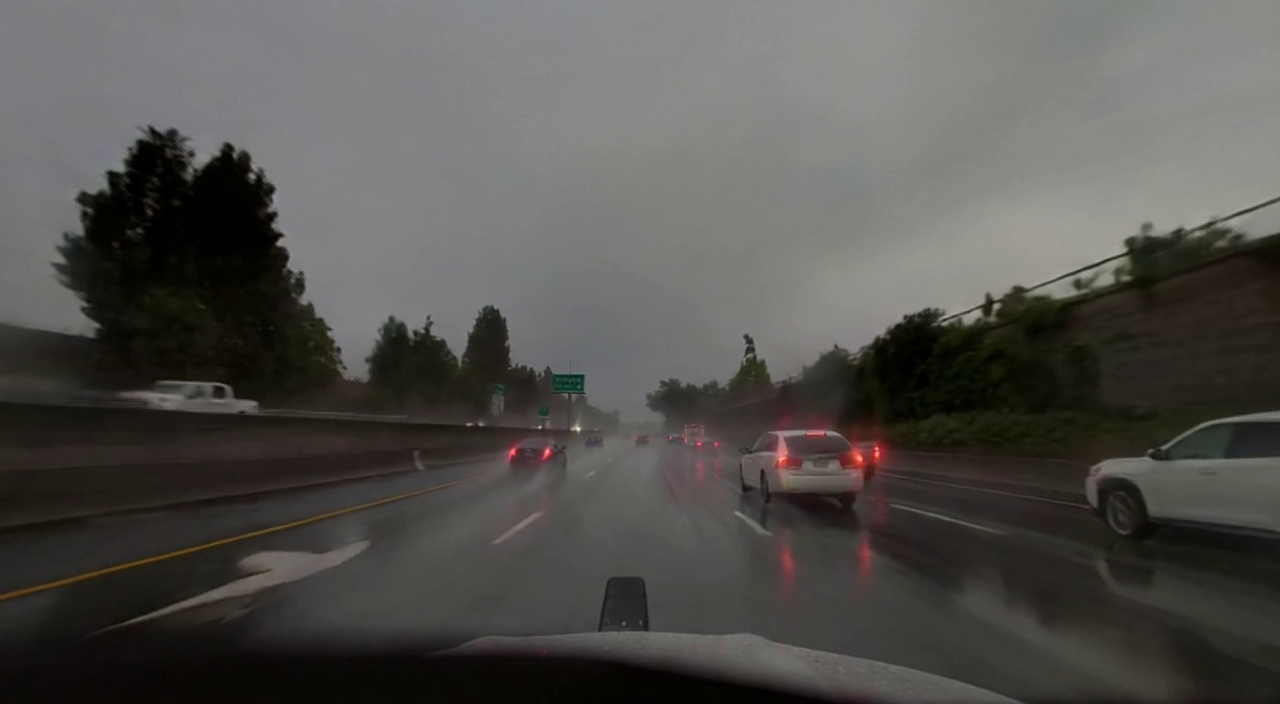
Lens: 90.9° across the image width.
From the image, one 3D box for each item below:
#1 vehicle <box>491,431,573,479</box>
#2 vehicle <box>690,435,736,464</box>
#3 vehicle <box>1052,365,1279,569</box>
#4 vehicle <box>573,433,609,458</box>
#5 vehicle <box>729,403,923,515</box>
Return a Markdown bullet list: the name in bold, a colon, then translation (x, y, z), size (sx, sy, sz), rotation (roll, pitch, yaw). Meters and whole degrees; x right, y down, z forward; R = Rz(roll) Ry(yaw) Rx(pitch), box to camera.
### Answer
- **vehicle**: translation (-3.594, 3.519, 21.750), size (1.978, 1.473, 4.073), rotation (0, -8, 2)
- **vehicle**: translation (3.892, 5.252, 34.146), size (1.953, 1.480, 4.053), rotation (0, -8, -1)
- **vehicle**: translation (7.407, 1.202, 6.669), size (2.291, 1.968, 5.662), rotation (0, -8, 0)
- **vehicle**: translation (-3.352, 6.475, 43.841), size (2.020, 1.628, 4.248), rotation (0, -8, 1)
- **vehicle**: translation (3.643, 2.265, 13.831), size (2.517, 1.935, 5.552), rotation (0, -8, 0)
